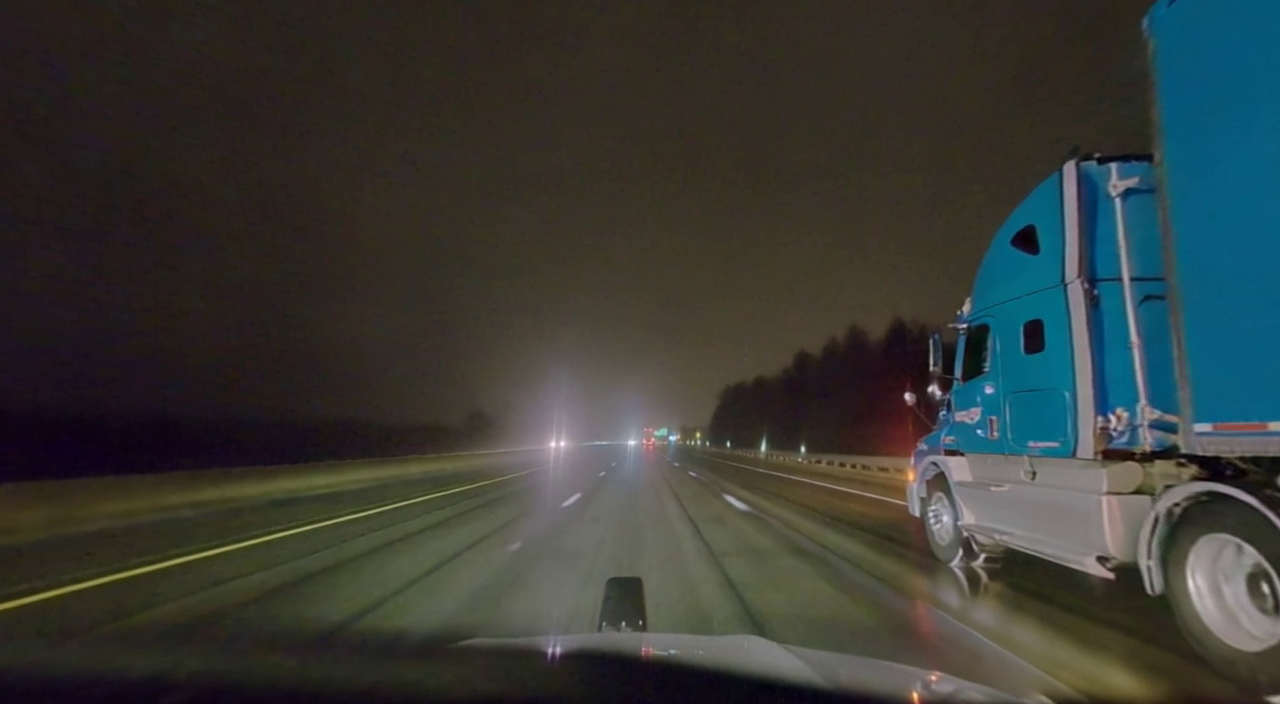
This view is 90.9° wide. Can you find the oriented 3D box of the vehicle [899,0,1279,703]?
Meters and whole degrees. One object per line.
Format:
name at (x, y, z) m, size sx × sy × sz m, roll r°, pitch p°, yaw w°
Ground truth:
vehicle at (4.104, -0.362, 1.433) m, size 3.012 × 3.768 × 8.945 m, roll 0°, pitch -8°, yaw -1°
